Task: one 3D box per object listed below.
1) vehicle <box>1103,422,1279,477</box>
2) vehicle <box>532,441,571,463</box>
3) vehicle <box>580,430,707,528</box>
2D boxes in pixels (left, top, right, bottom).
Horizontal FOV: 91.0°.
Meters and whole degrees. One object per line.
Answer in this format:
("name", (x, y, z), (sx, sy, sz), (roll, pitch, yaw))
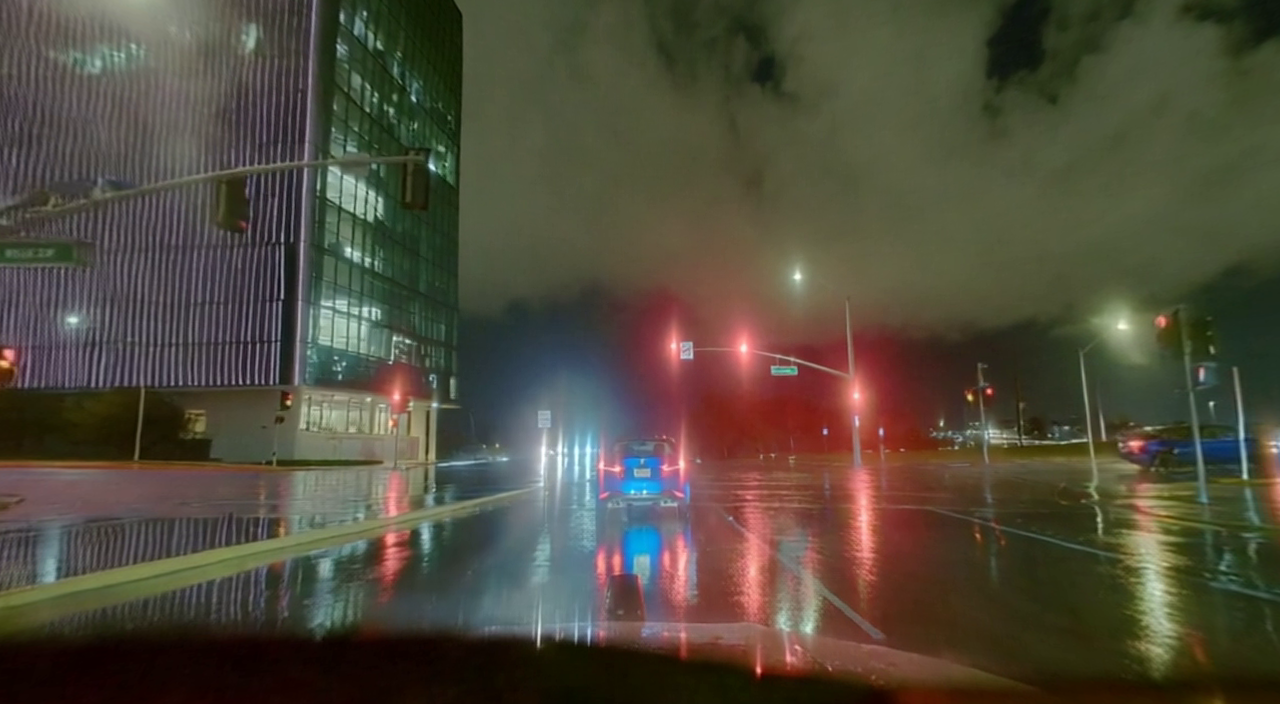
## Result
("vehicle", (19.197, 3.396, 21.946), (4.739, 1.749, 2.174), (2, -9, -11))
("vehicle", (-6.655, 7.609, 47.911), (2.113, 1.535, 4.504), (0, -9, 2))
("vehicle", (0.161, 2.330, 12.105), (2.014, 1.525, 4.197), (0, -9, 3))
